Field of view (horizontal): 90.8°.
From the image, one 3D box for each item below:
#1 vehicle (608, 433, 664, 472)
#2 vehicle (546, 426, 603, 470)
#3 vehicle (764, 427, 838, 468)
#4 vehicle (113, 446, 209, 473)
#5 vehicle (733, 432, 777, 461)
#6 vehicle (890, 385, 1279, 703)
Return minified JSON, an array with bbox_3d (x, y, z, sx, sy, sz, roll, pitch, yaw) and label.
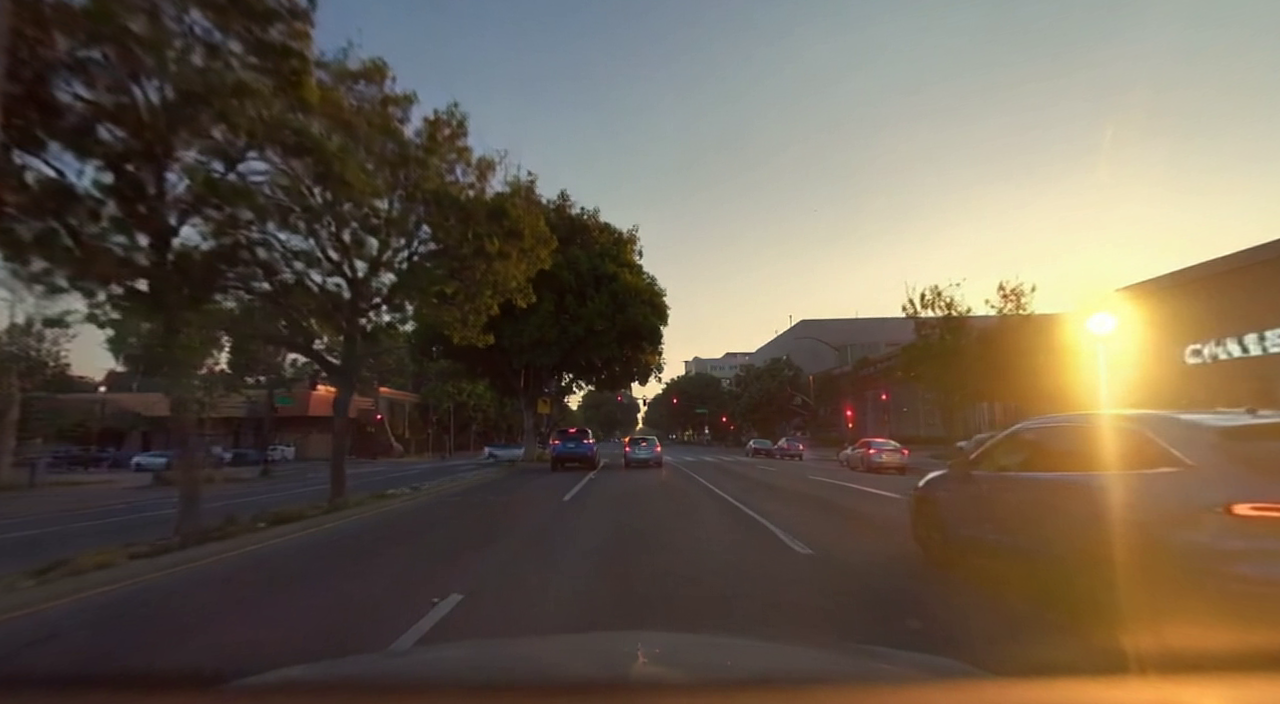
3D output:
[{"bbox_3d":[-0.143,4.082,25.819,2.097,1.480,4.006,0,-8,0],"label":"vehicle"},{"bbox_3d":[-2.867,4.355,28.802,2.064,1.825,4.760,0,-8,1],"label":"vehicle"},{"bbox_3d":[7.291,4.406,29.164,2.068,1.731,4.752,0,-8,-1],"label":"vehicle"},{"bbox_3d":[-30.549,6.855,40.461,4.561,1.588,1.832,5,-10,-29],"label":"vehicle"},{"bbox_3d":[7.099,5.899,39.521,1.894,1.693,4.110,0,-8,-1],"label":"vehicle"},{"bbox_3d":[3.710,1.162,4.650,1.861,1.473,4.393,0,-8,-1],"label":"vehicle"}]
